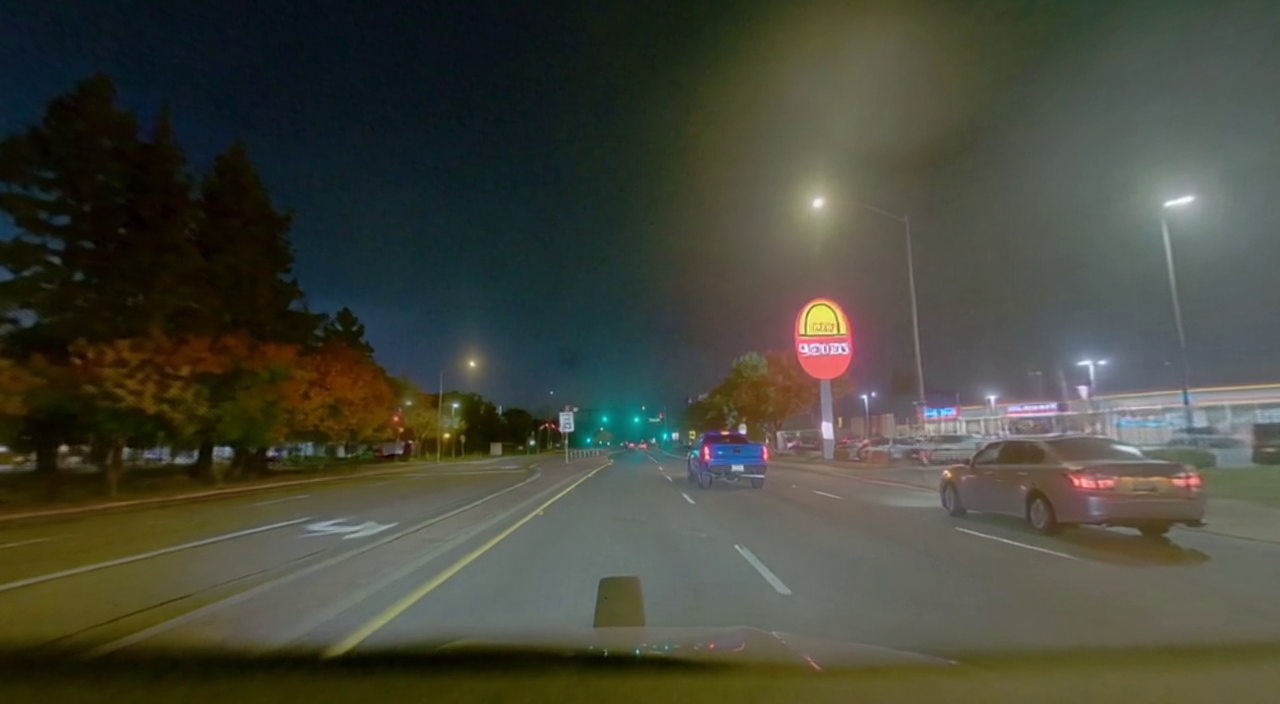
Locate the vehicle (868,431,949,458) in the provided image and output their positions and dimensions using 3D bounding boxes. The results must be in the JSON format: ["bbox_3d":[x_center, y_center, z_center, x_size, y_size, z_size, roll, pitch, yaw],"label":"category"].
[{"bbox_3d":[17.525,6.064,41.434,4.345,1.707,2.046,0,-8,-3],"label":"vehicle"}]

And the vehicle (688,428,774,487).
[{"bbox_3d":[2.958,3.584,21.764,2.214,1.749,4.998,0,-8,0],"label":"vehicle"}]

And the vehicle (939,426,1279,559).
[{"bbox_3d":[6.508,1.913,9.344,1.986,1.480,4.296,0,-8,-1],"label":"vehicle"}]
